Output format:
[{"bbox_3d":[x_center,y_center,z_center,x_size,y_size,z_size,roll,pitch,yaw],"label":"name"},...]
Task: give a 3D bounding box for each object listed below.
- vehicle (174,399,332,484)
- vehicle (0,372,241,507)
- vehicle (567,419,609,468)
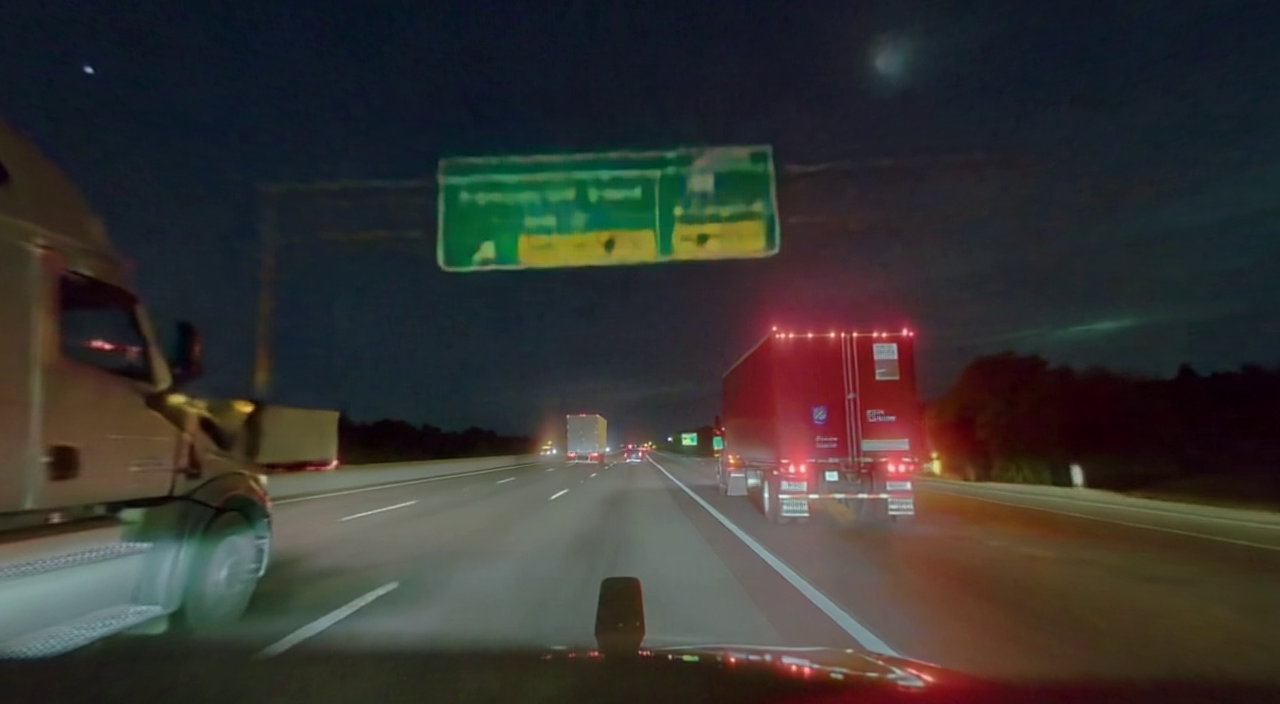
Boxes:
[{"bbox_3d":[-19.835,4.743,33.220,2.881,3.884,8.294,0,-9,0],"label":"vehicle"},{"bbox_3d":[-19.830,3.337,23.648,3.025,3.917,10.227,0,-9,0],"label":"vehicle"},{"bbox_3d":[-3.987,7.192,49.453,2.707,3.461,7.191,0,-9,0],"label":"vehicle"}]
